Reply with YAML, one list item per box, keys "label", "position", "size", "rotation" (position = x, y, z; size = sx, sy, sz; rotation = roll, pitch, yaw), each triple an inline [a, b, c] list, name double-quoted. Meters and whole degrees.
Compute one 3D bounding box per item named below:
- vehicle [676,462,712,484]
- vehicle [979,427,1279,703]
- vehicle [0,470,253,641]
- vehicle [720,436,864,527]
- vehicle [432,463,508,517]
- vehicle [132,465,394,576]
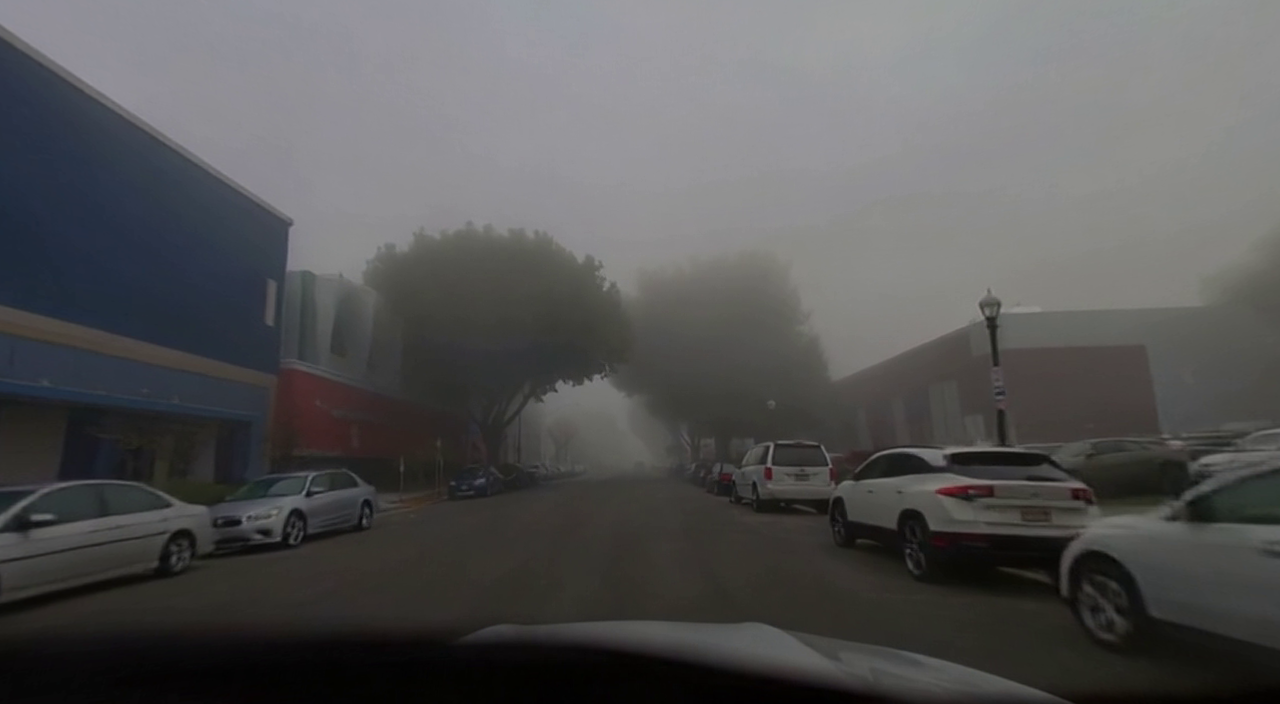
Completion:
- label: "vehicle"
  position: [4.033, 9.094, 47.684]
  size: [2.081, 1.463, 4.263]
  rotation: [0, -9, -3]
- label: "vehicle"
  position: [4.056, 1.129, 3.180]
  size: [1.973, 1.494, 4.867]
  rotation: [-1, -9, 0]
- label: "vehicle"
  position: [-7.212, 2.287, 7.562]
  size: [2.001, 1.502, 4.851]
  rotation: [-1, -8, 1]
- label: "vehicle"
  position: [3.792, 3.352, 17.017]
  size: [2.390, 2.005, 5.276]
  rotation: [0, -9, -2]
- label: "vehicle"
  position: [-7.146, 5.827, 27.115]
  size: [1.996, 1.770, 5.518]
  rotation: [-1, -8, -3]
- label: "vehicle"
  position: [-7.089, 3.176, 12.724]
  size: [2.182, 1.522, 4.946]
  rotation: [-3, -8, 2]
